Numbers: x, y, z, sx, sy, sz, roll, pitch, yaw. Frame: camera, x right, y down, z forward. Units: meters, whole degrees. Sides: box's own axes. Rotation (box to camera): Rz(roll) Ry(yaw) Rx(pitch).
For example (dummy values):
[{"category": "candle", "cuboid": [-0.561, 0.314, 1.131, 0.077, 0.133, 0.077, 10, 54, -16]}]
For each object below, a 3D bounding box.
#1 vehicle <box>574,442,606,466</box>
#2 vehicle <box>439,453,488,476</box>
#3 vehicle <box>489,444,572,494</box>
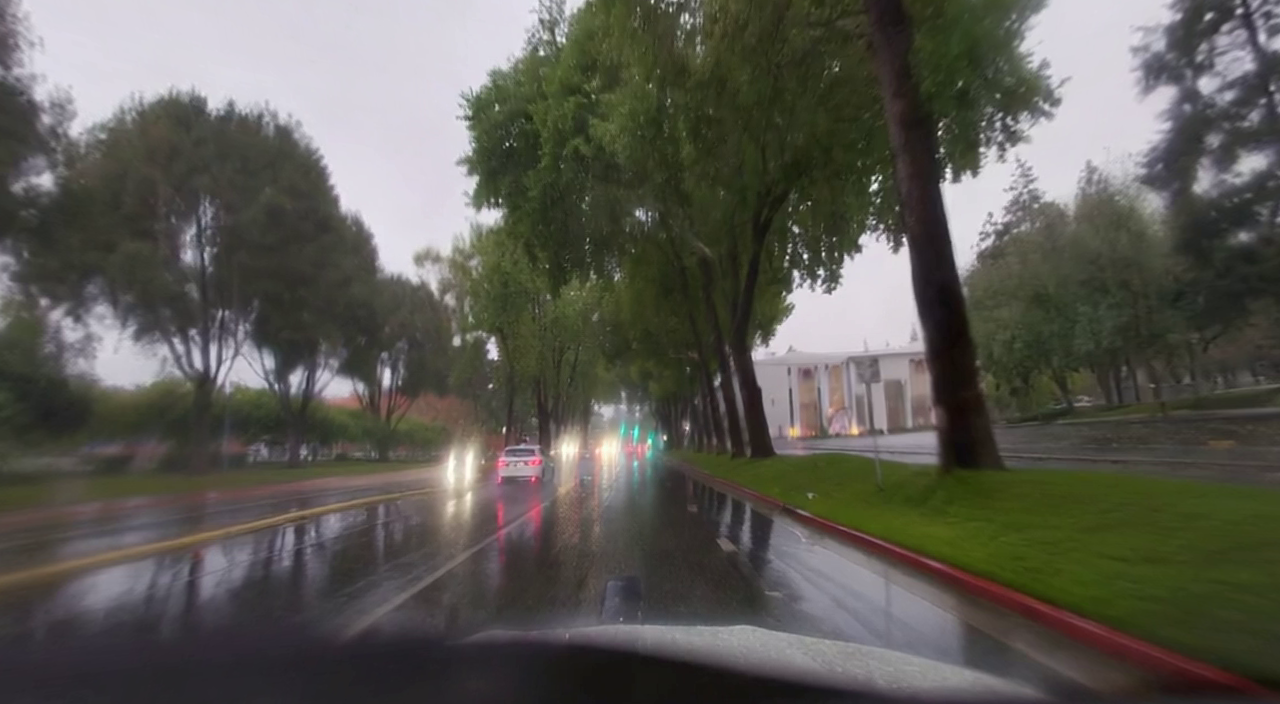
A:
[{"category": "vehicle", "cuboid": [-3.783, 7.755, 48.286, 2.077, 1.725, 4.153, 0, -9, 1]}, {"category": "vehicle", "cuboid": [-11.818, 7.536, 42.553, 1.924, 1.430, 4.417, -1, -9, 1]}, {"category": "vehicle", "cuboid": [-3.439, 3.759, 20.660, 1.932, 1.431, 4.144, 0, -9, 0]}]
